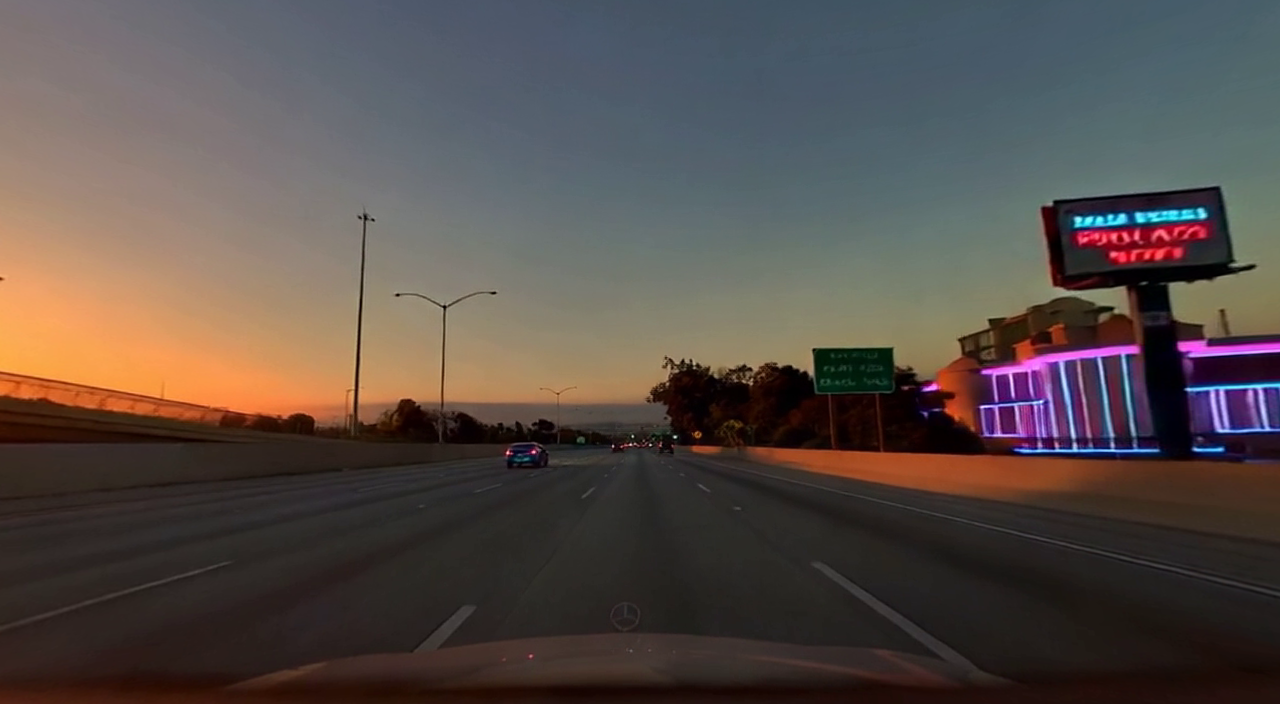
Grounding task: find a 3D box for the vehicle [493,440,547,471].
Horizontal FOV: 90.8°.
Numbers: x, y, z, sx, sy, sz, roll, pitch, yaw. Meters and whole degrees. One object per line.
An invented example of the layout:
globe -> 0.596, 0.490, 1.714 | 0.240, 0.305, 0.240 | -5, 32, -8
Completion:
vehicle -> -6.229, 5.422, 33.308 | 1.990, 1.529, 4.288 | 0, -8, 0
